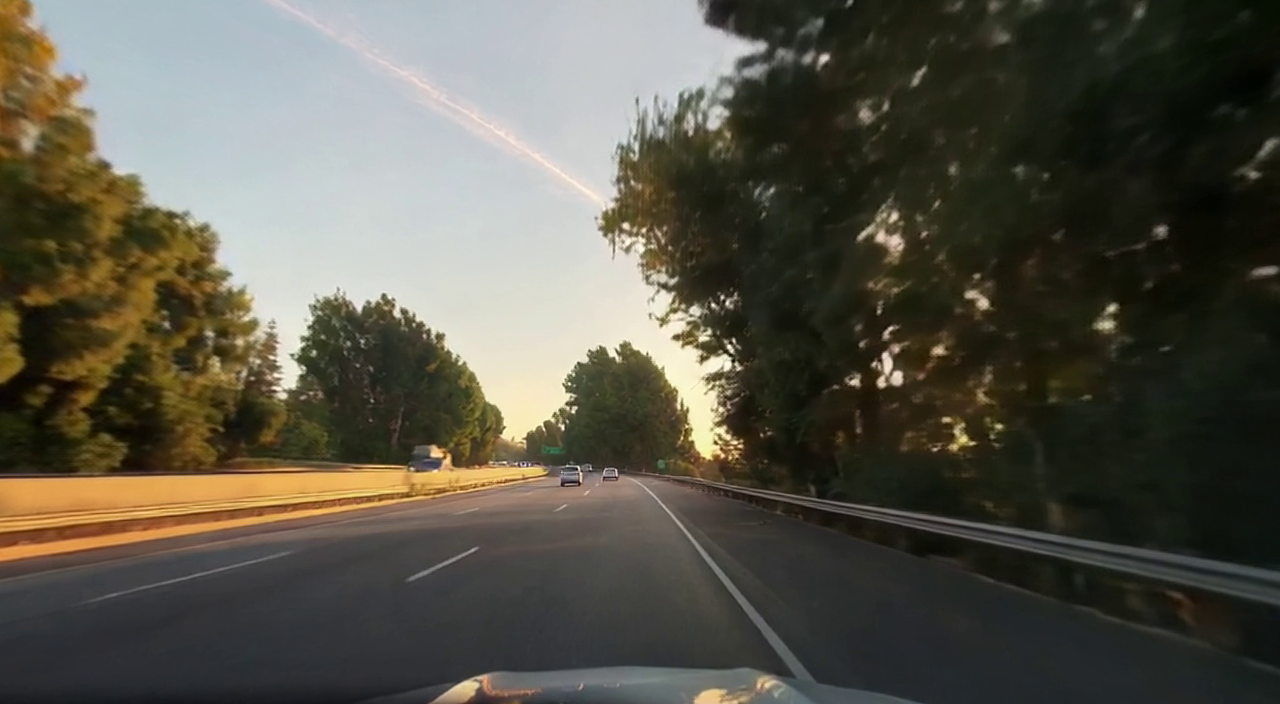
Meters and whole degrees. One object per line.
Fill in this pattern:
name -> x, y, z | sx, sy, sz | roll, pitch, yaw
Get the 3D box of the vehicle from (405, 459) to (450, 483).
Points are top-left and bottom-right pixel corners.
vehicle -> -14.767, 8.321, 44.003 | 1.805, 1.522, 3.979 | 1, -11, -1
